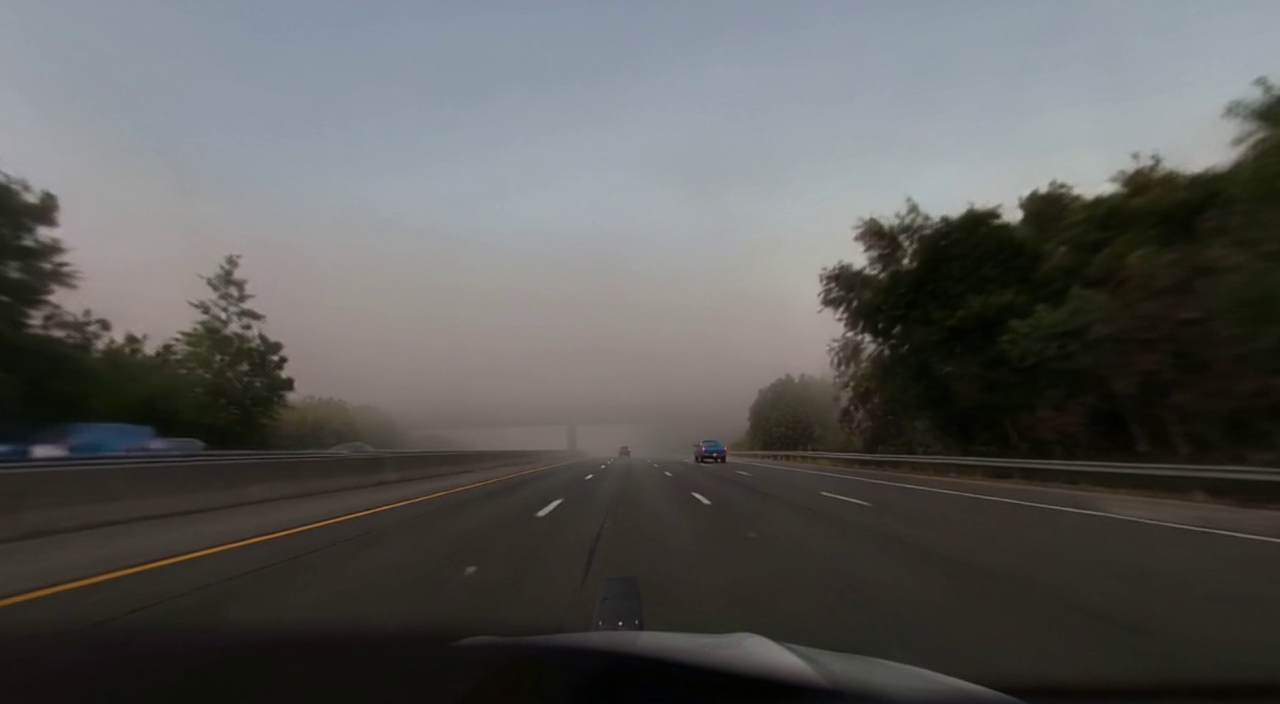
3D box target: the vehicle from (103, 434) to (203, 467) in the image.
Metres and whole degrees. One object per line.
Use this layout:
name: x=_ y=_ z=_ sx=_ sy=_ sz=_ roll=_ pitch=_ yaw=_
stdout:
vehicle: x=-27.495 y=5.576 z=35.913 sx=2.001 sy=1.697 sz=4.646 roll=0 pitch=-9 yaw=-1

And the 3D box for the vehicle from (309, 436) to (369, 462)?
vehicle: x=-19.412 y=6.288 z=40.994 sx=1.787 sy=1.546 sz=4.284 roll=0 pitch=-8 yaw=0

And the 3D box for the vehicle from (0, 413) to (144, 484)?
vehicle: x=-15.648 y=2.499 z=16.320 sx=1.945 sy=1.614 sz=4.597 roll=0 pitch=-9 yaw=-1
